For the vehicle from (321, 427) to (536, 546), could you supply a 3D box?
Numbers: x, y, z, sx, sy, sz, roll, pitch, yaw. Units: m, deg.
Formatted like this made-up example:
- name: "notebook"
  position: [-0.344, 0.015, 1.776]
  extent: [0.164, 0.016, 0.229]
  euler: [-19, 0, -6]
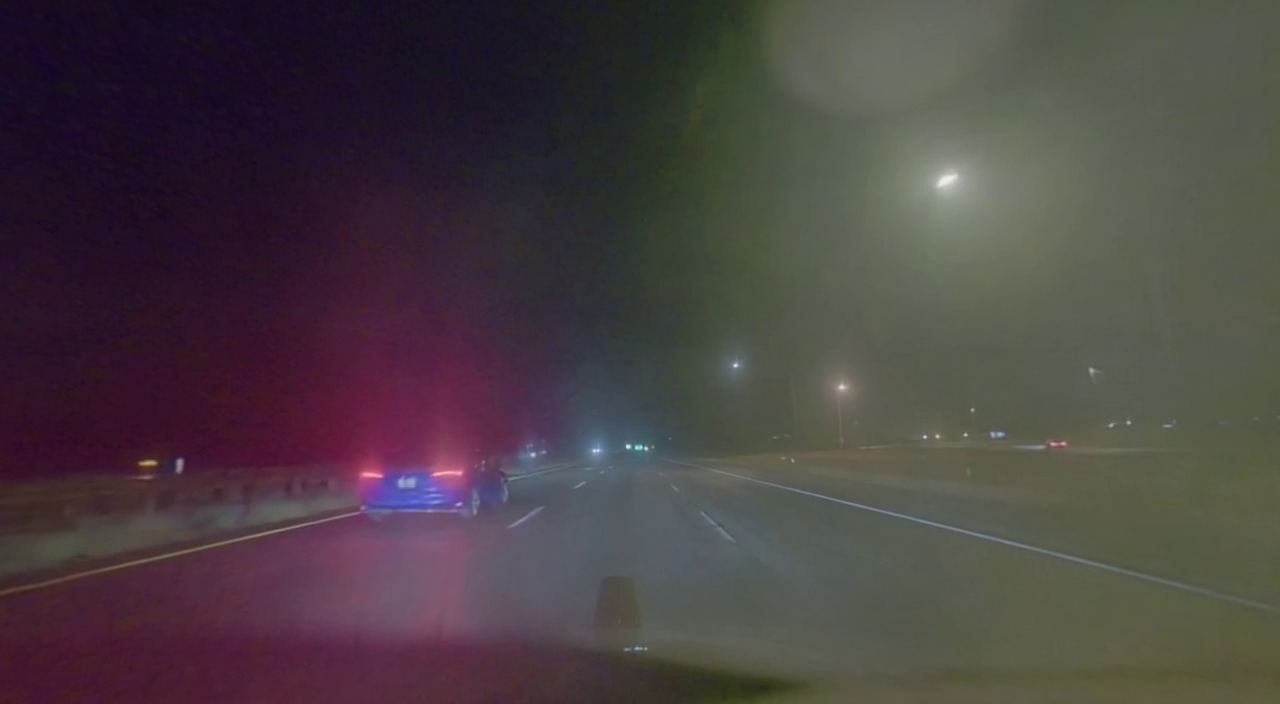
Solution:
- name: "vehicle"
  position: [-3.246, 2.175, 10.848]
  extent: [2.069, 1.573, 4.589]
  euler: [0, -9, 0]
